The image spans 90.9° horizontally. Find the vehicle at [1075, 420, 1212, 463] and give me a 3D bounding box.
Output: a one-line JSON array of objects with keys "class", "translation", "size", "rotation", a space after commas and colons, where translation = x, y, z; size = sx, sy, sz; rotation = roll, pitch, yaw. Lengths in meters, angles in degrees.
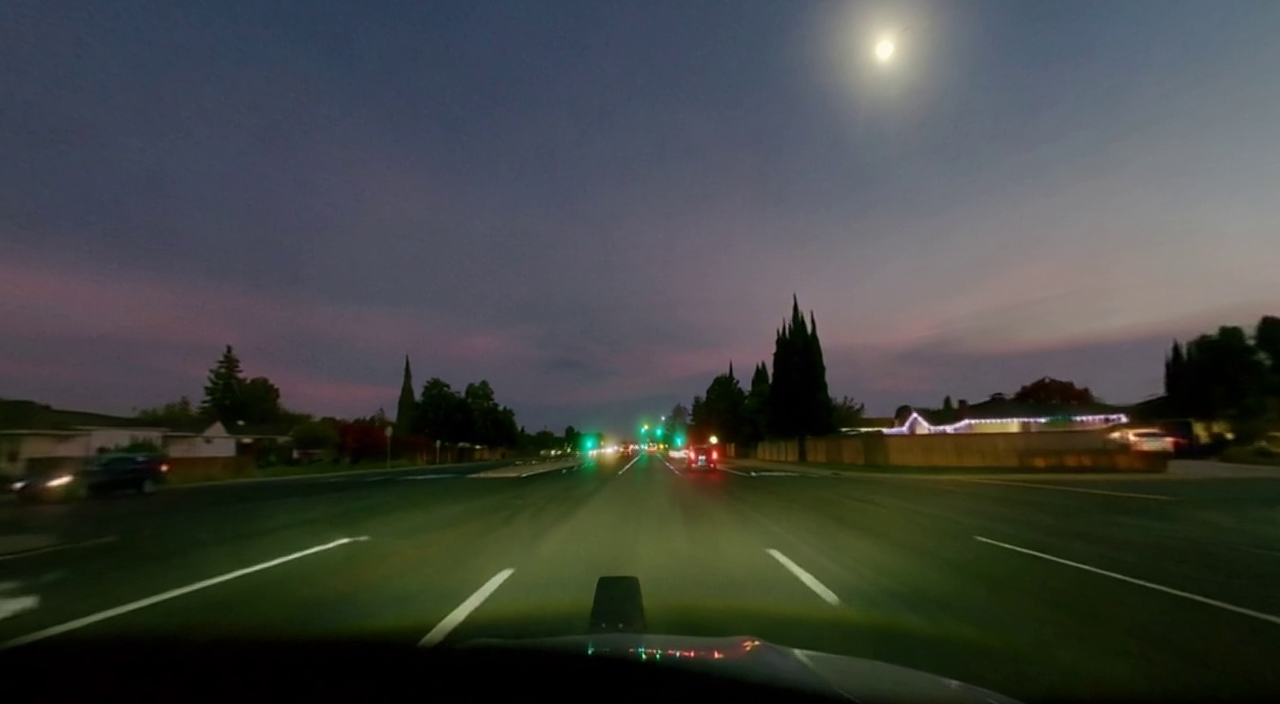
[{"class": "vehicle", "translation": [25.272, 4.565, 32.045], "size": [2.198, 1.973, 5.805], "rotation": [0, -8, 0]}]

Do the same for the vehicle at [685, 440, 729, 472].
[{"class": "vehicle", "translation": [3.974, 6.187, 37.871], "size": [2.114, 1.780, 4.445], "rotation": [0, -8, 0]}]

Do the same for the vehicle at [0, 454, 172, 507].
[{"class": "vehicle", "translation": [-17.425, 3.905, 19.417], "size": [4.351, 1.489, 1.890], "rotation": [1, -8, -5]}]

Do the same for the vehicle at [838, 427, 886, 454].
[{"class": "vehicle", "translation": [15.921, 6.387, 45.446], "size": [2.084, 1.868, 5.067], "rotation": [-1, -8, 6]}]
